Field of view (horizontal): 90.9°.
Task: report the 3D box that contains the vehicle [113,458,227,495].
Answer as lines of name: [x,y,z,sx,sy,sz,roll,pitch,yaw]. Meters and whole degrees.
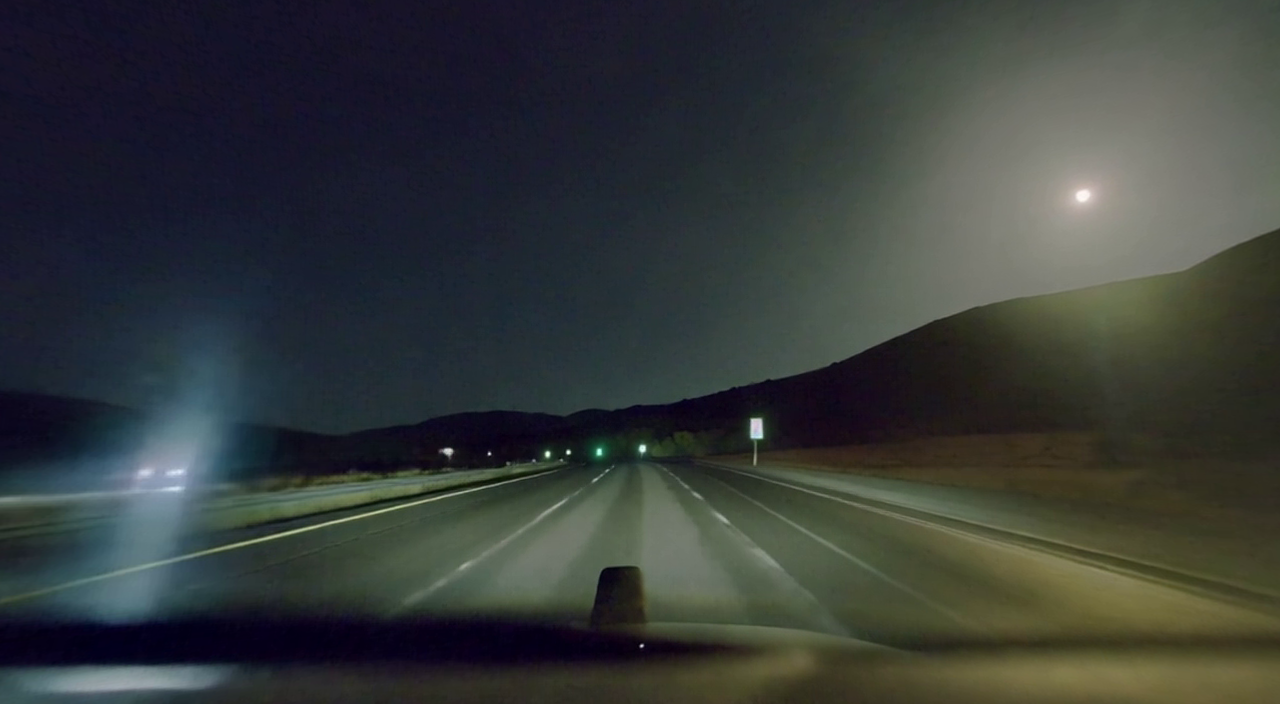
vehicle: [-22.825,6.024,30.908,1.949,1.565,4.686,0,-9,0]
